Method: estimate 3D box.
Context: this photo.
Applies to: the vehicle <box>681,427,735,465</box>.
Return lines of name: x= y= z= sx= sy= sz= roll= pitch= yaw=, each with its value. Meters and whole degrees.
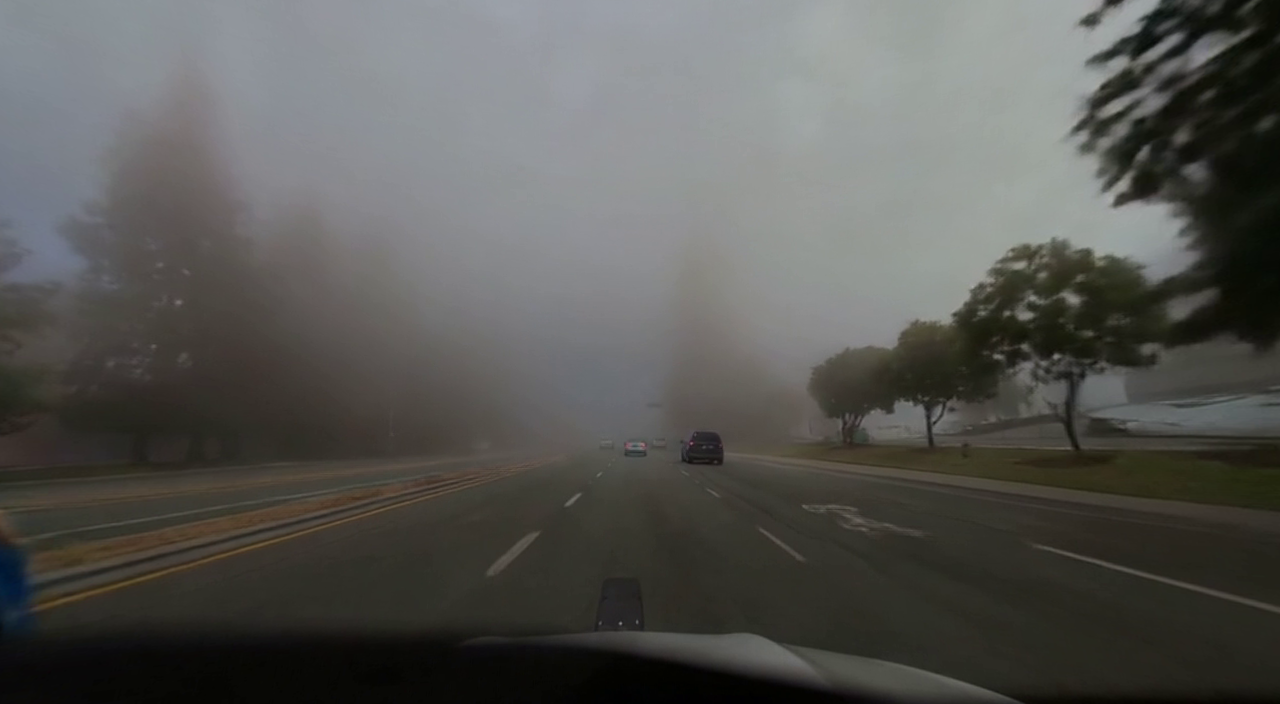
vehicle: x=3.387 y=4.807 z=32.292 sx=2.181 sy=1.781 sz=4.257 roll=0 pitch=-8 yaw=-1

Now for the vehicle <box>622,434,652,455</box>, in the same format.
vehicle: x=-0.250 y=6.691 z=45.518 sx=2.039 sy=1.455 sz=3.826 roll=0 pitch=-8 yaw=-1
